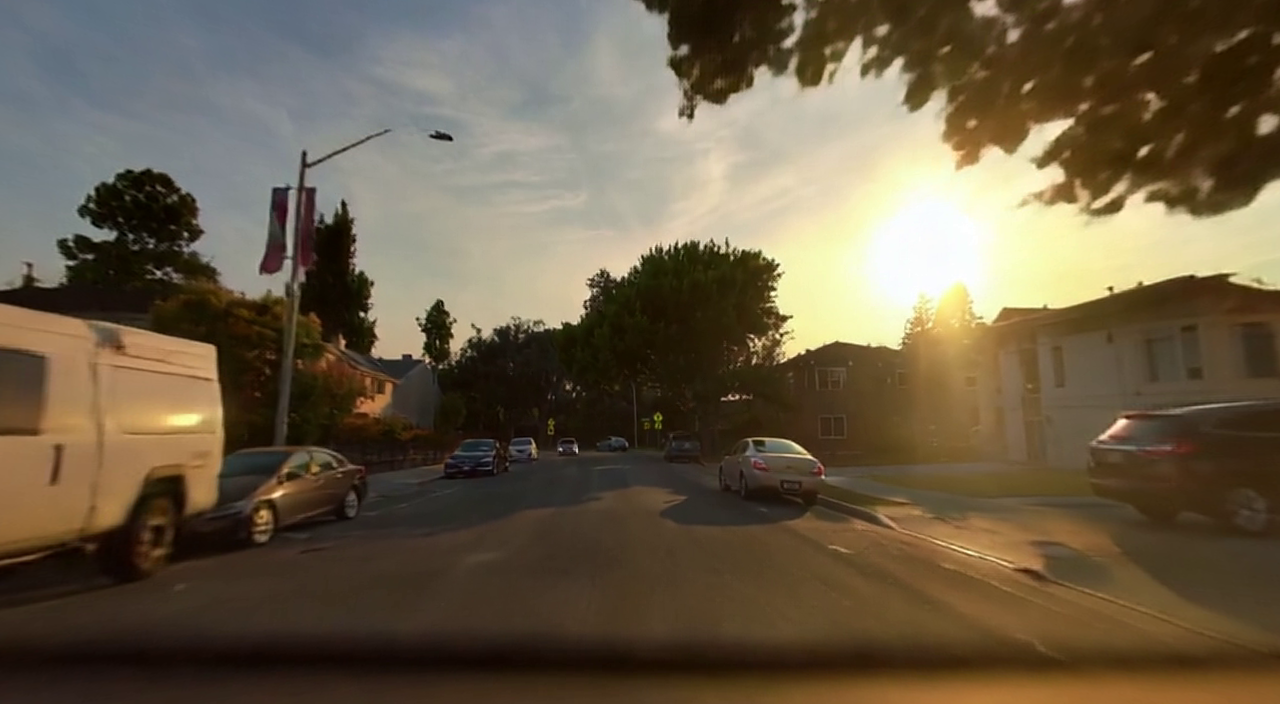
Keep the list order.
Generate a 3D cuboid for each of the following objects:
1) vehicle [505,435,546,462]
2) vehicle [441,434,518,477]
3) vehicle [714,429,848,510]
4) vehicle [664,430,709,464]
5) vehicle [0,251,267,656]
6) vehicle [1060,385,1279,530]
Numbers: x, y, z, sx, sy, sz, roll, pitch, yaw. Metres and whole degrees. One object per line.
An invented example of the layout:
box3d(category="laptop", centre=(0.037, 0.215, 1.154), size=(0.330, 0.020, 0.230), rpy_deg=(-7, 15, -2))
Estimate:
box3d(category="vehicle", centre=(-6.749, 5.705, 37.548), size=(1.842, 1.540, 3.704), rpy_deg=(0, -7, -2))
box3d(category="vehicle", centre=(-6.147, 3.984, 24.847), size=(1.972, 1.502, 5.530), rpy_deg=(0, -7, -4))
box3d(category="vehicle", centre=(3.059, 2.619, 14.873), size=(1.875, 1.568, 4.899), rpy_deg=(1, -7, -2))
box3d(category="vehicle", centre=(2.365, 5.000, 33.292), size=(1.997, 1.663, 4.544), rpy_deg=(0, -8, -1))
box3d(category="vehicle", centre=(-5.465, 0.697, 4.322), size=(2.270, 2.706, 5.871), rpy_deg=(0, -8, -2))
box3d(category="vehicle", centre=(8.937, 1.484, 9.109), size=(4.176, 1.855, 2.122), rpy_deg=(-3, -8, 16))
